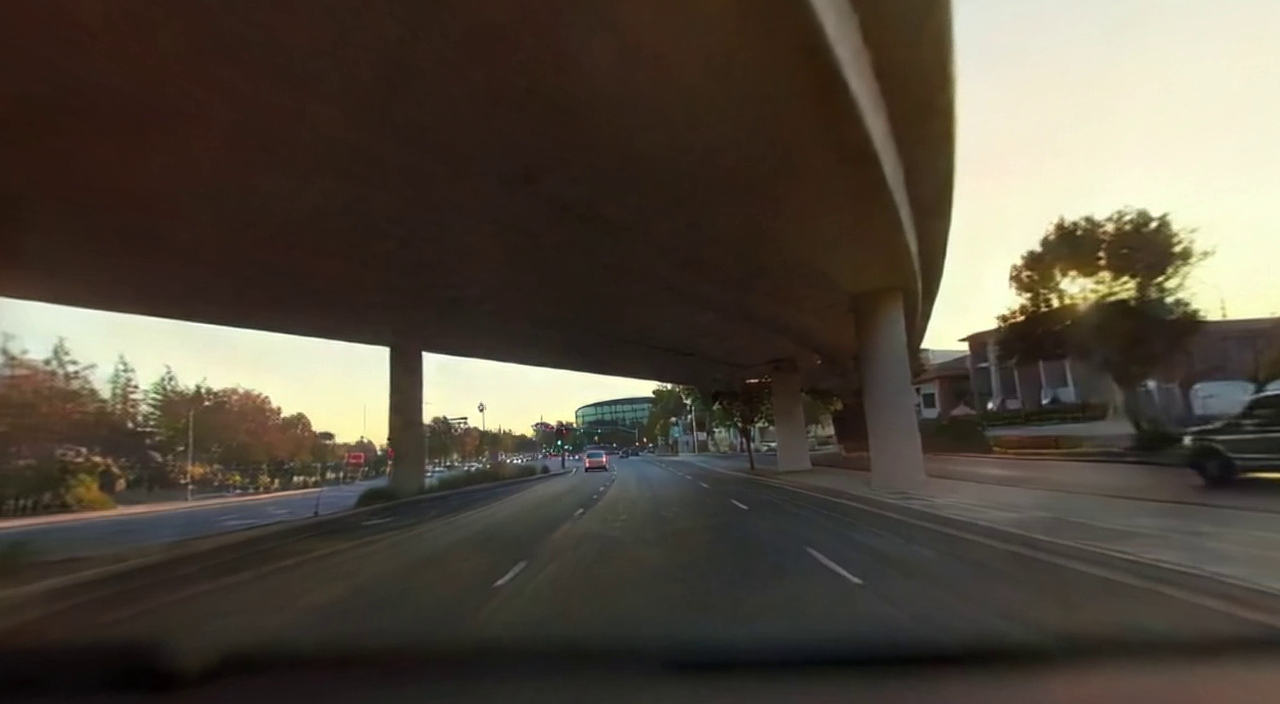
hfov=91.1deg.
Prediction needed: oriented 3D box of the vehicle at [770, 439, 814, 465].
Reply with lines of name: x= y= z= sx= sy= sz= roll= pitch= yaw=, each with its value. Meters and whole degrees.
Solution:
vehicle: x=11.599 y=7.653 z=48.173 sx=2.051 sy=1.534 sz=4.466 roll=-11 pitch=-8 yaw=-1
